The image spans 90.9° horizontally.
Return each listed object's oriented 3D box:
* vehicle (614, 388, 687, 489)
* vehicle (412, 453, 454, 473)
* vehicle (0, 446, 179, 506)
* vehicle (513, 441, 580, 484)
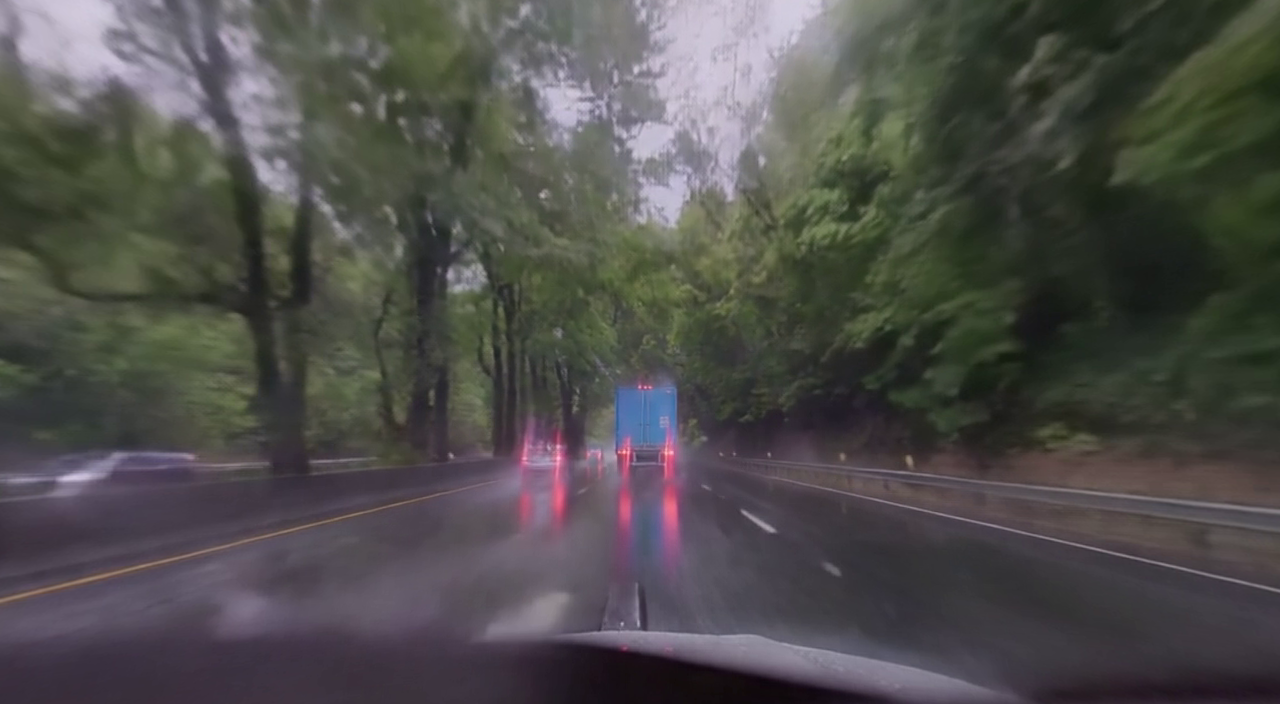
[{"bbox_3d":[0.493,4.008,28.831,2.821,3.878,8.925,0,-9,1],"label":"vehicle"},{"bbox_3d":[-15.949,8.541,48.700,1.779,1.438,3.897,0,-9,2],"label":"vehicle"},{"bbox_3d":[-16.901,3.739,19.454,1.894,1.604,4.470,0,-9,0],"label":"vehicle"},{"bbox_3d":[-3.851,4.665,26.815,2.018,1.632,4.722,0,-9,1],"label":"vehicle"}]
